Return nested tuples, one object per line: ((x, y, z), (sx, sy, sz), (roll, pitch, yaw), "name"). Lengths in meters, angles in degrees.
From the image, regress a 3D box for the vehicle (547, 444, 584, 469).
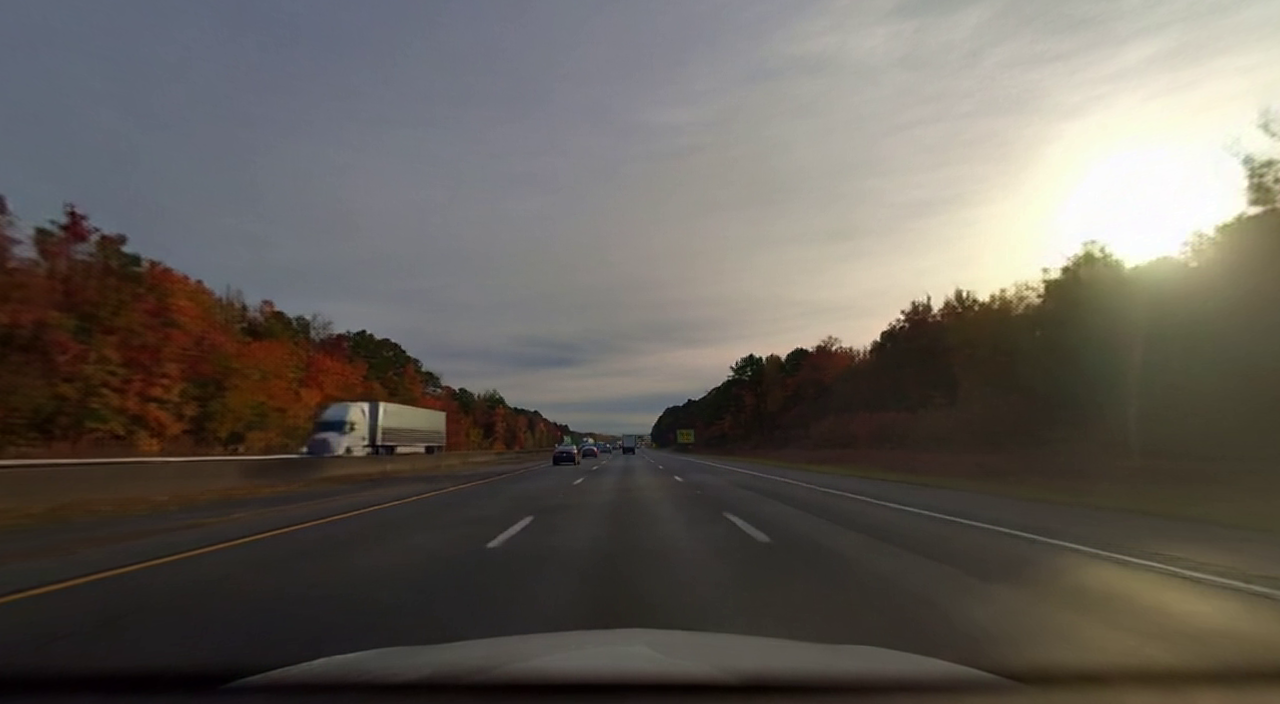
((-4.707, 6.651, 39.973), (1.963, 1.475, 3.665), (0, -9, -1), "vehicle")

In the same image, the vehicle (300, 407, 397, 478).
((-17.517, 5.523, 38.191), (2.968, 3.949, 6.095), (1, -9, -2), "vehicle")
